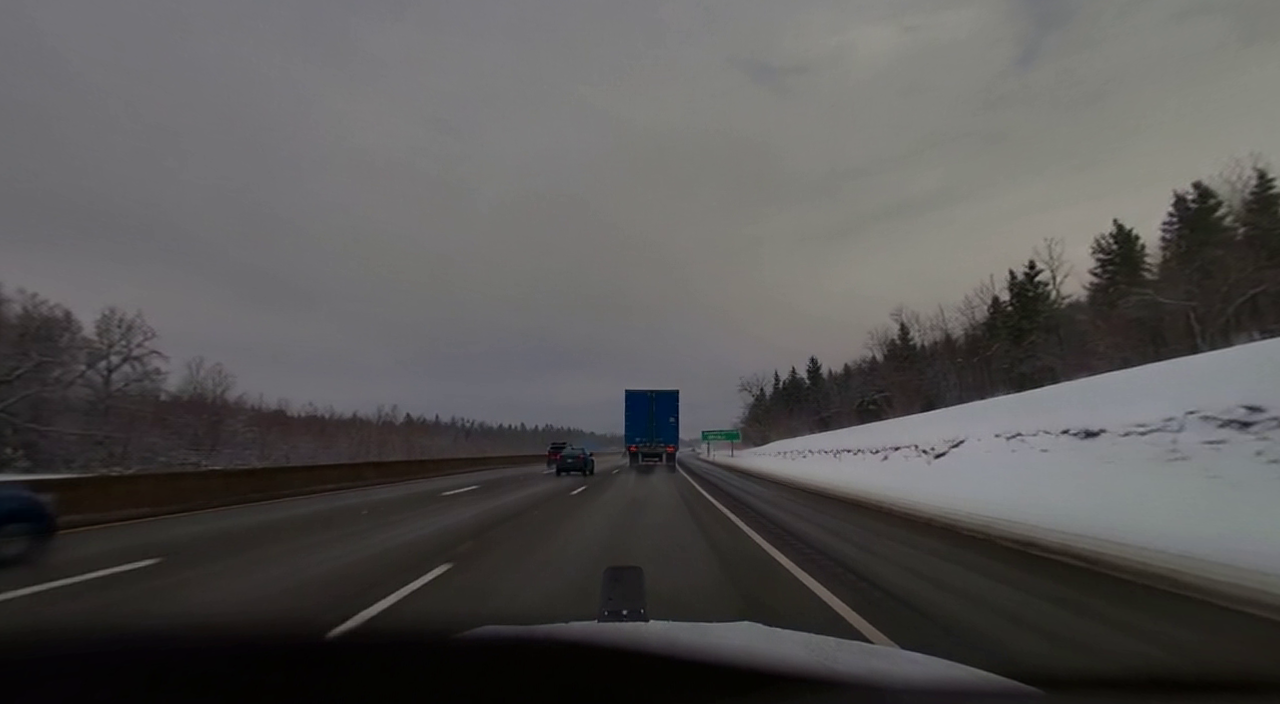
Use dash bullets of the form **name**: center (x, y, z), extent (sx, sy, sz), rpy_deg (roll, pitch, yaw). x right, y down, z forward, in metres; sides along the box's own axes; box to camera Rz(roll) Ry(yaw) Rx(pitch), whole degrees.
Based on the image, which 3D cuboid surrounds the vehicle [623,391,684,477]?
- **vehicle**: center (0.712, 5.002, 37.968), extent (2.851, 4.098, 14.436), rpy_deg (-2, -8, 0)

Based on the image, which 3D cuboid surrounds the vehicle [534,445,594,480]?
- **vehicle**: center (-3.372, 5.005, 28.736), extent (2.092, 1.465, 4.448), rpy_deg (0, -9, 1)
